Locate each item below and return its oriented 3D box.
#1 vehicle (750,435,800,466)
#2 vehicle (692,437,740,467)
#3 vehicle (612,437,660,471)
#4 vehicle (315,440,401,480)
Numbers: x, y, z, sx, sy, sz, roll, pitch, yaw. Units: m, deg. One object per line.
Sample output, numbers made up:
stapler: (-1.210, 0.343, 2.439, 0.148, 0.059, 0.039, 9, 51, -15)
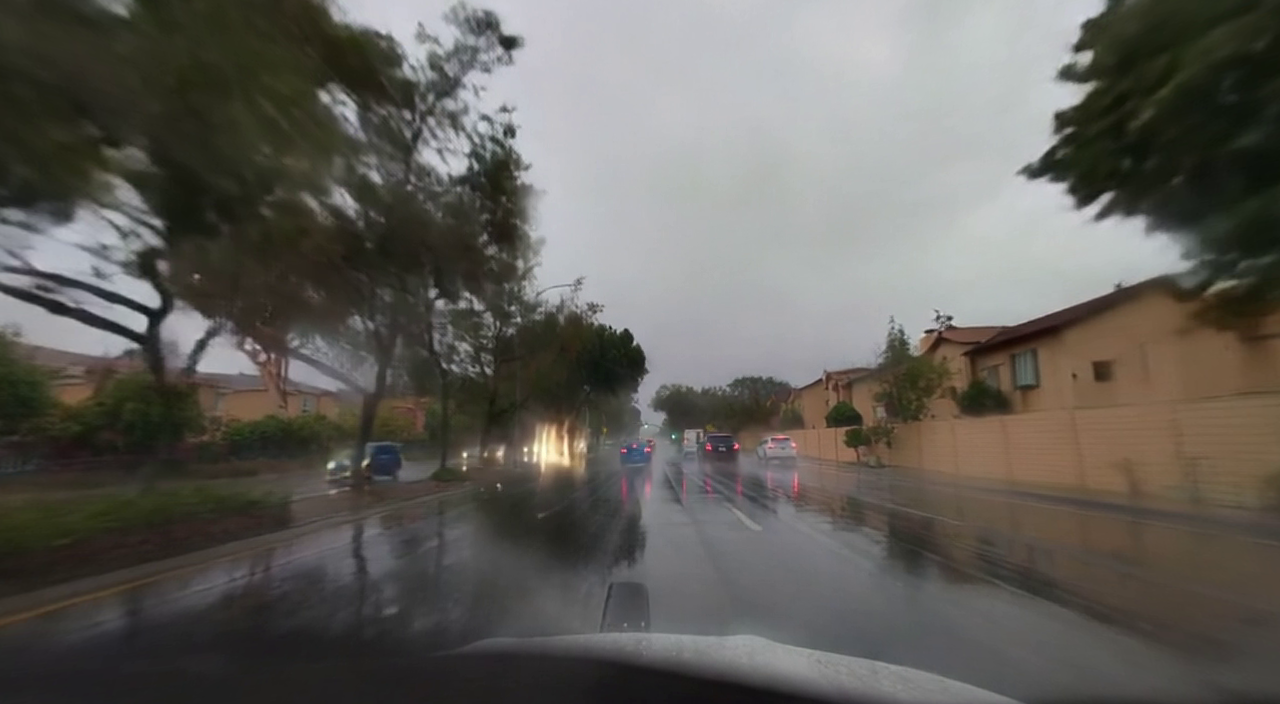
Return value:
vehicle: (7.796, 5.710, 36.811, 1.972, 1.700, 4.269, 0, -8, 0)
vehicle: (4.036, 5.384, 34.143, 2.067, 1.514, 4.188, 0, -8, 0)
vehicle: (-0.145, 4.738, 29.491, 2.102, 1.481, 3.907, 0, -8, 1)
vehicle: (-13.744, 5.260, 31.088, 2.019, 1.778, 4.593, 0, -8, 1)
